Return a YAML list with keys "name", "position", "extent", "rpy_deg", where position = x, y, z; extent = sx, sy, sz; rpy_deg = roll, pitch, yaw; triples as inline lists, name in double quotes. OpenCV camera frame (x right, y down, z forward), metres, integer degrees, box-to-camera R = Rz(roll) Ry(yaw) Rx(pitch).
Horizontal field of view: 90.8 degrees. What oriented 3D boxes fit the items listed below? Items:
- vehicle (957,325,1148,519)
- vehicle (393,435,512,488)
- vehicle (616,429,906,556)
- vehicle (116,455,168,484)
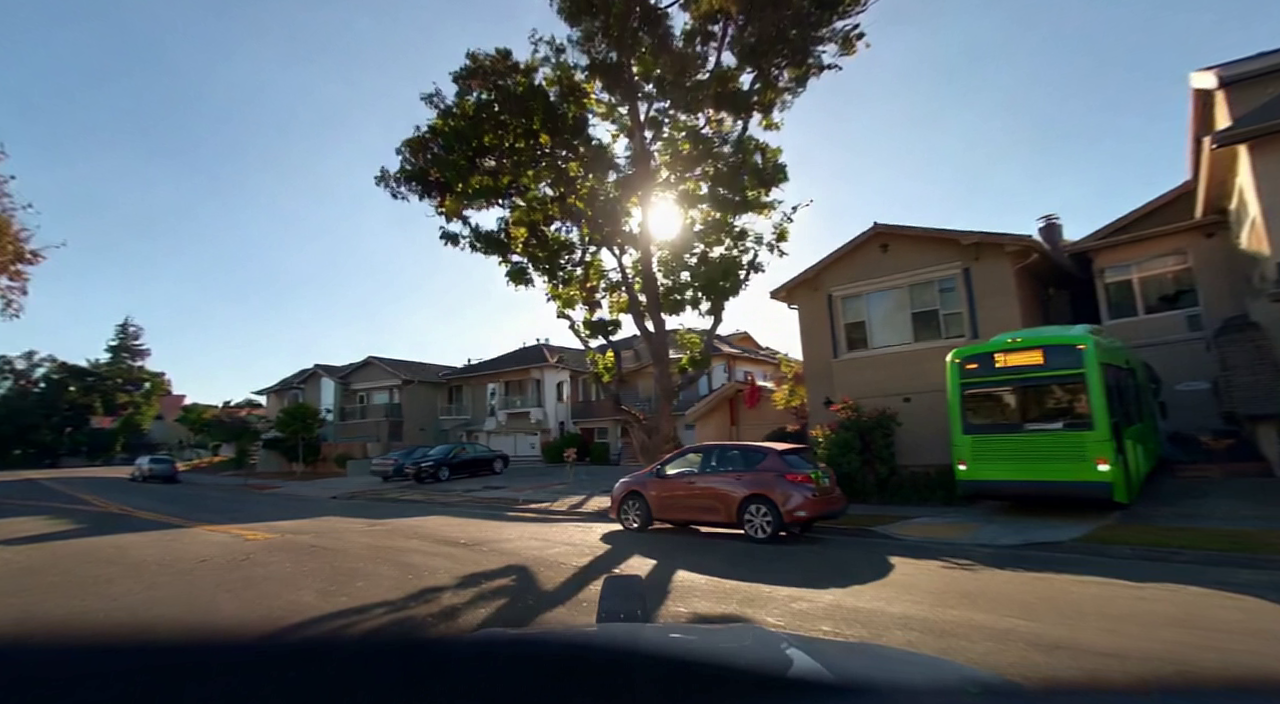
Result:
- name: "vehicle"
  position: [8.526, 1.472, 12.712]
  extent: [2.312, 2.921, 6.300]
  rpy_deg: [-7, -11, 39]
- name: "vehicle"
  position: [-7.723, 4.476, 26.345]
  extent: [1.920, 1.873, 4.431]
  rpy_deg: [-7, -9, 39]
- name: "vehicle"
  position: [1.875, 2.234, 10.778]
  extent: [4.432, 1.697, 1.934]
  rpy_deg: [-7, -11, 40]
- name: "vehicle"
  position: [-30.747, 7.196, 38.947]
  extent: [1.984, 1.601, 3.994]
  rpy_deg: [8, -12, -43]
